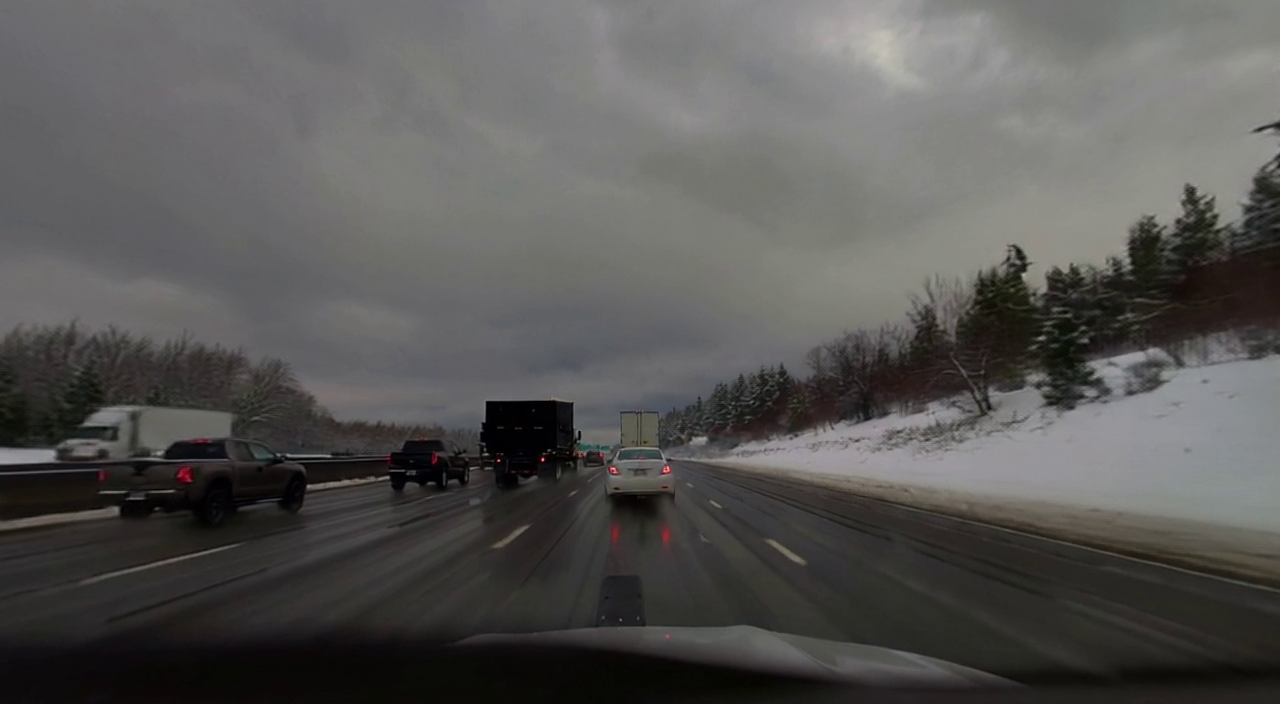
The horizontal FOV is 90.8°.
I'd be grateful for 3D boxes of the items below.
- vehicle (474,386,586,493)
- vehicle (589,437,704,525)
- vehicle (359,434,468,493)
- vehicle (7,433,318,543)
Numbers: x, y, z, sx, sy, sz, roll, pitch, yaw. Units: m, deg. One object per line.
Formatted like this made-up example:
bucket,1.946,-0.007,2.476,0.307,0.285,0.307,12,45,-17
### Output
vehicle,-3.773,3.309,23.599,2.812,3.342,7.248,-1,-9,1
vehicle,0.072,2.498,12.665,1.995,1.495,3.380,0,-9,-1
vehicle,-7.388,3.687,21.145,1.952,1.746,4.332,-1,-9,1
vehicle,-7.926,2.279,11.250,1.879,1.521,4.623,-1,-9,1
